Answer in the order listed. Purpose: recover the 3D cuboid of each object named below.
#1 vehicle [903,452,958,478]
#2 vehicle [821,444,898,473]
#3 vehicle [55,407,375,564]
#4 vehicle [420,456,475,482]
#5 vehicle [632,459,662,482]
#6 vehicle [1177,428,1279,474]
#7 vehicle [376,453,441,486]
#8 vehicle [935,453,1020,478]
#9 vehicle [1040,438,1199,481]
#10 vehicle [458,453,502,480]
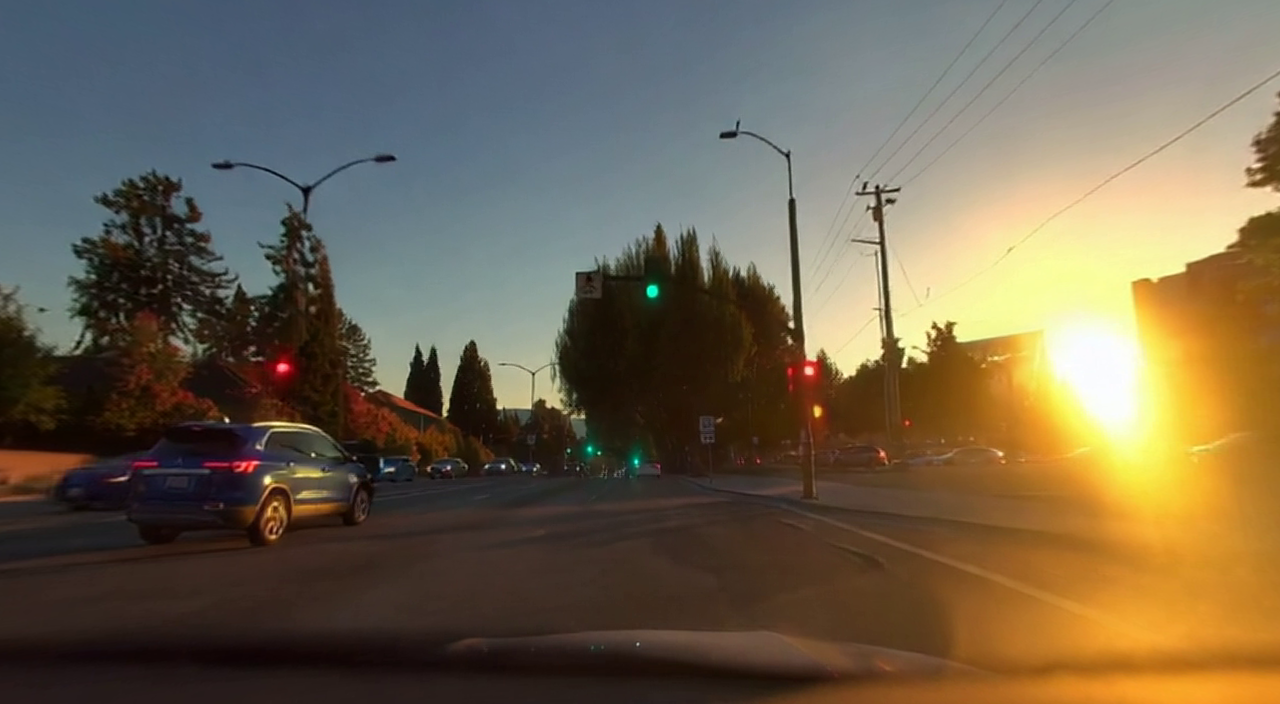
[{"bbox_3d":[21.145,8.229,46.009,1.967,1.518,4.543,5,-7,2],"label":"vehicle"},{"bbox_3d":[13.387,6.520,38.772,1.950,1.697,4.906,3,-9,-15],"label":"vehicle"},{"bbox_3d":[-6.186,1.983,10.007,2.027,1.908,4.273,1,-9,0],"label":"vehicle"},{"bbox_3d":[-12.254,7.473,40.475,2.077,1.505,4.714,1,-9,0],"label":"vehicle"},{"bbox_3d":[0.497,8.718,46.565,2.091,1.494,3.962,1,-9,0],"label":"vehicle"},{"bbox_3d":[21.036,3.276,20.800,1.876,1.465,4.500,5,-10,-26],"label":"vehicle"},{"bbox_3d":[-12.014,6.088,32.967,1.871,1.539,3.929,1,-9,0],"label":"vehicle"},{"bbox_3d":[21.792,7.364,40.935,1.933,1.487,5.136,2,-10,-13],"label":"vehicle"},{"bbox_3d":[18.913,4.211,25.142,1.947,1.477,4.661,3,-8,-21],"label":"vehicle"},{"bbox_3d":[-11.765,8.447,46.689,2.042,1.801,4.378,0,-9,1],"label":"vehicle"}]
